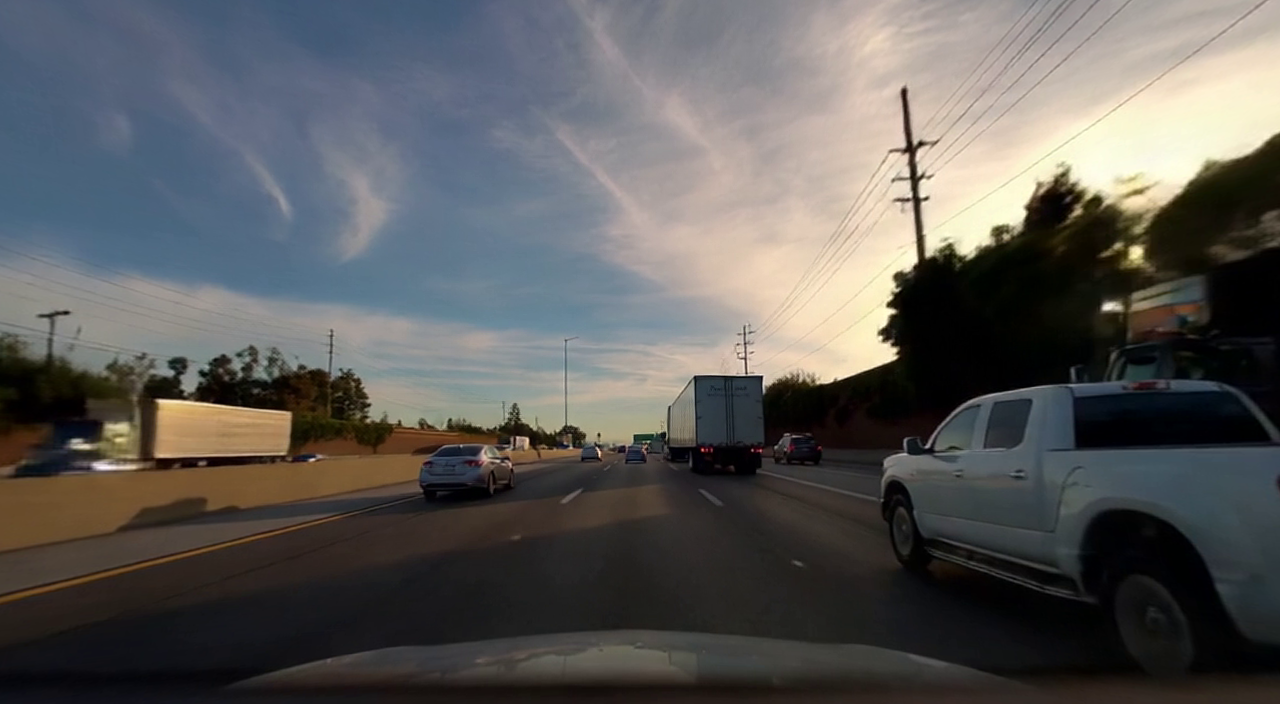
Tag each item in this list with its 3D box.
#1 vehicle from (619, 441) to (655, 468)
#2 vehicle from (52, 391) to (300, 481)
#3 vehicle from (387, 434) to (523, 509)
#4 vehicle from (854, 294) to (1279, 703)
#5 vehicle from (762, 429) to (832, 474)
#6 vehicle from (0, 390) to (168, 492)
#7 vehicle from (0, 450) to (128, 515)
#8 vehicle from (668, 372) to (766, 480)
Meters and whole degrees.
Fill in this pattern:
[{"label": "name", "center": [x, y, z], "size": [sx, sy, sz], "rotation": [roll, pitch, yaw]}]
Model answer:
[{"label": "vehicle", "center": [-0.150, 6.153, 37.995], "size": [2.047, 1.485, 3.938], "rotation": [0, -8, 1]}, {"label": "vehicle", "center": [-22.484, 4.365, 32.253], "size": [2.779, 3.662, 12.891], "rotation": [0, -8, 1]}, {"label": "vehicle", "center": [-4.158, 2.732, 14.850], "size": [1.968, 1.507, 3.829], "rotation": [0, -8, 1]}, {"label": "vehicle", "center": [3.452, 1.007, 4.331], "size": [2.132, 1.869, 4.978], "rotation": [0, -8, -1]}, {"label": "vehicle", "center": [7.380, 4.742, 30.156], "size": [2.079, 1.938, 4.630], "rotation": [0, -8, -1]}, {"label": "vehicle", "center": [-22.352, 3.363, 23.700], "size": [3.028, 3.310, 7.561], "rotation": [0, -8, 1]}, {"label": "vehicle", "center": [-14.907, 3.156, 15.591], "size": [1.519, 1.378, 3.435], "rotation": [0, -8, 0]}, {"label": "vehicle", "center": [3.316, 3.976, 32.248], "size": [2.907, 4.109, 16.177], "rotation": [0, -8, 0]}]
